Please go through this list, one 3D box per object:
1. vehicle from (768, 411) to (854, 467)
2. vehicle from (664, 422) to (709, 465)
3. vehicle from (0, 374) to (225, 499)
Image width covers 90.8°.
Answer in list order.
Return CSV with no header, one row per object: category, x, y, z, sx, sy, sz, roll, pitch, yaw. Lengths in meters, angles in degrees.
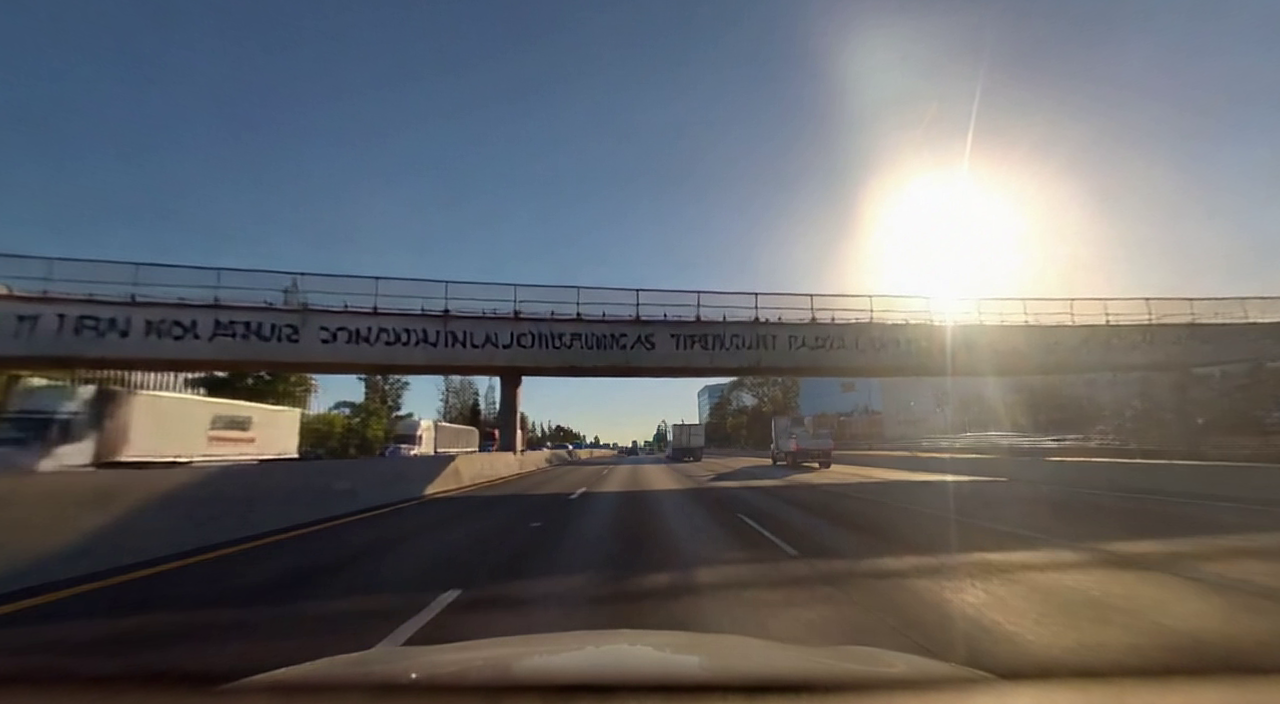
vehicle,11.104,5.890,42.223,2.912,3.293,9.588,0,-9,-1
vehicle,3.521,7.183,49.439,2.742,3.054,7.537,0,-9,-1
vehicle,-17.367,2.805,20.747,3.008,3.447,6.441,0,-9,-1
